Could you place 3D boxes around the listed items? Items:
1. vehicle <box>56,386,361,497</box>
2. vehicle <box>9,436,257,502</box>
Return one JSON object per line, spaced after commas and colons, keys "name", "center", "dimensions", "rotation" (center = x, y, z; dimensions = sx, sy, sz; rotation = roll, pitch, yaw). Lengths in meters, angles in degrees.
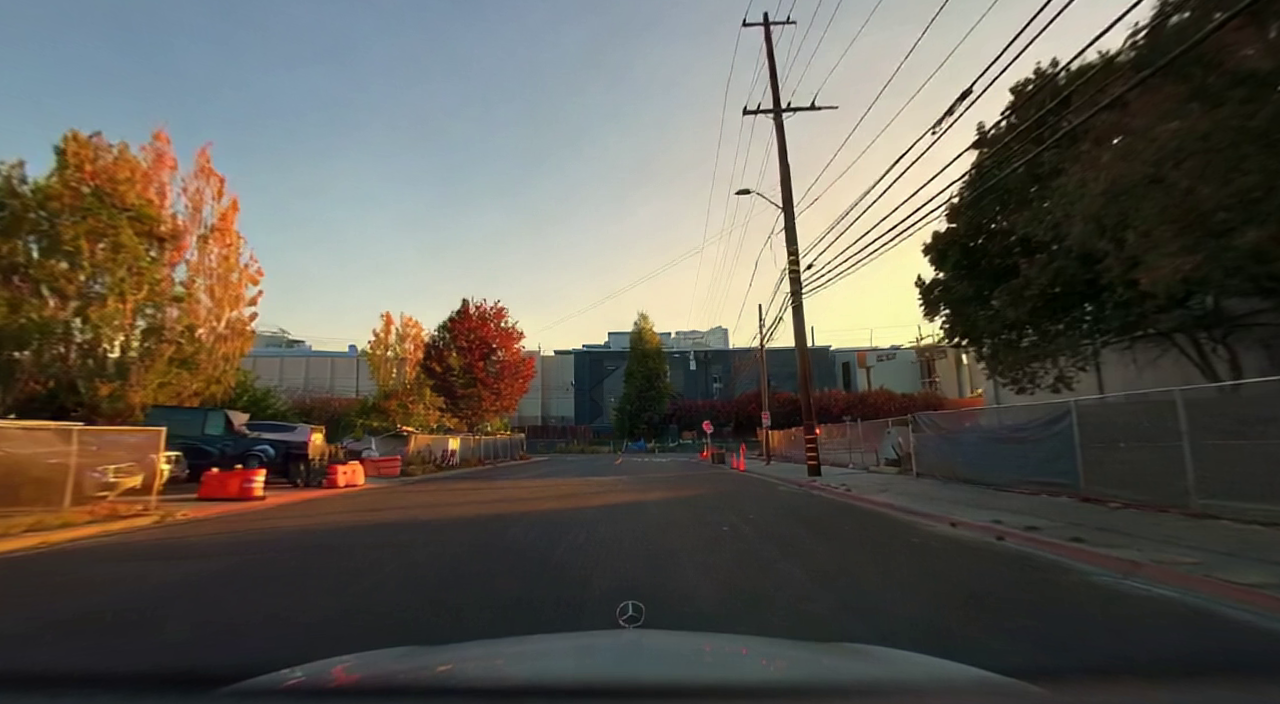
{"name": "vehicle", "center": [-12.735, 2.712, 19.220], "dimensions": [6.887, 3.069, 3.065], "rotation": [0, -8, -1]}
{"name": "vehicle", "center": [-12.697, 2.948, 16.041], "dimensions": [4.582, 1.487, 1.947], "rotation": [1, -9, 0]}
